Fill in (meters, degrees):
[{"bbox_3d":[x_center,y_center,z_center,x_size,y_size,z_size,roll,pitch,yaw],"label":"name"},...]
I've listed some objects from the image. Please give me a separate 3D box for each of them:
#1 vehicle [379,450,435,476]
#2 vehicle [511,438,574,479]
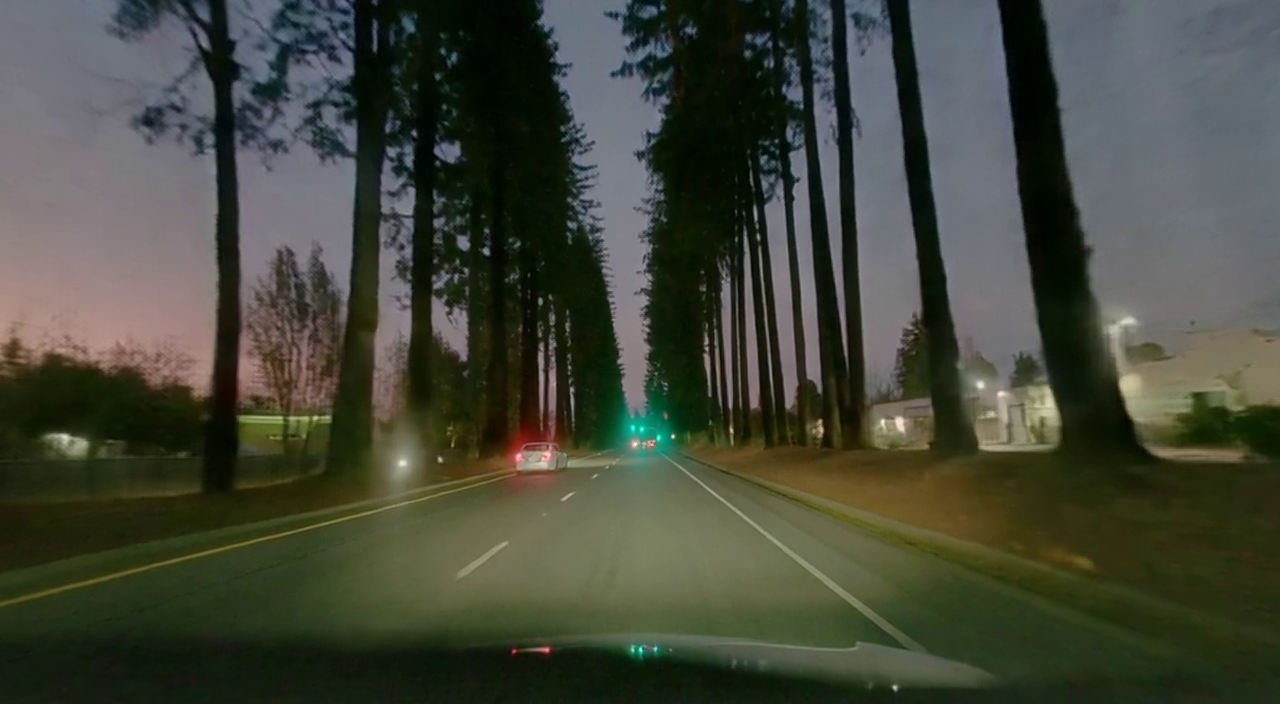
[{"bbox_3d":[-15.042,7.176,41.016,1.752,1.590,4.745,0,-8,1],"label":"vehicle"},{"bbox_3d":[-4.128,4.599,27.434,1.914,1.630,4.351,0,-8,2],"label":"vehicle"}]
